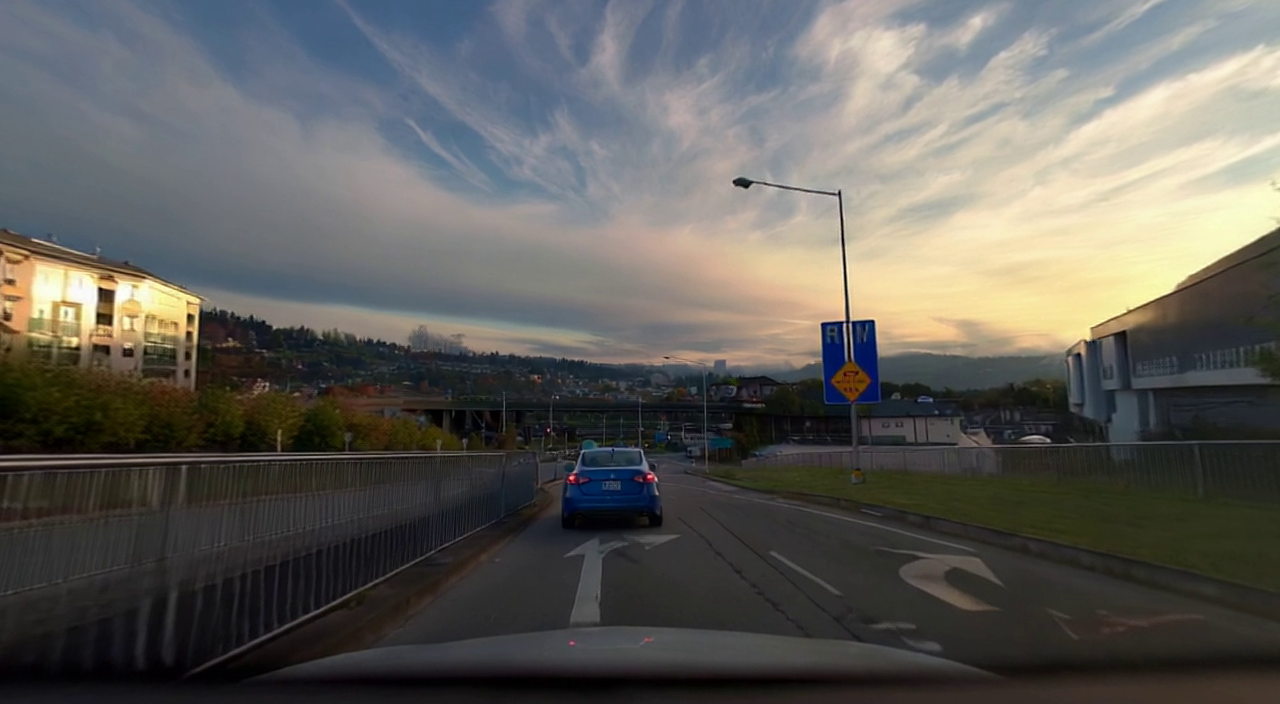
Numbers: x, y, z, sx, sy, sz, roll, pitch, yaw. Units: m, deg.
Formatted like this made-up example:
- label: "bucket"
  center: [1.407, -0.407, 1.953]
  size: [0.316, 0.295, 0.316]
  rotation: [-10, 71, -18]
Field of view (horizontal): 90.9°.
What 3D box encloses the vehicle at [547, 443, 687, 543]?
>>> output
- label: "vehicle"
  center: [-0.415, 2.387, 11.306]
  size: [2.063, 1.442, 3.933]
  rotation: [0, -9, -2]
